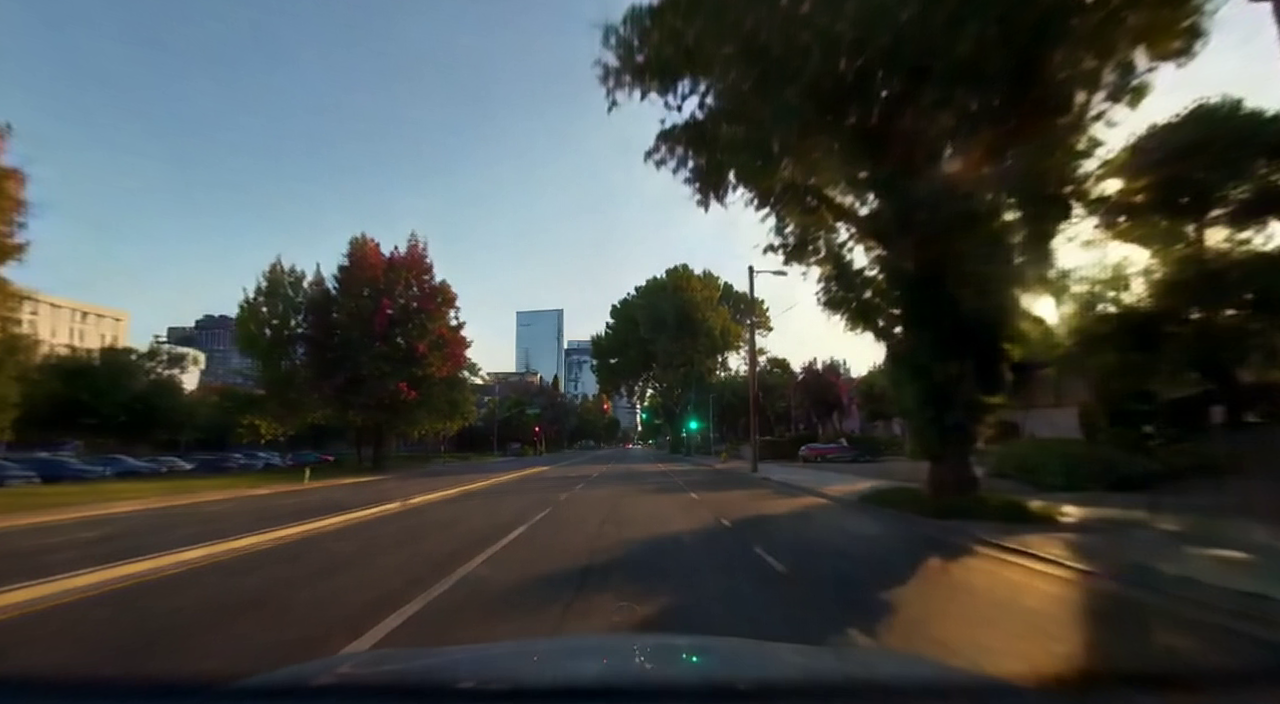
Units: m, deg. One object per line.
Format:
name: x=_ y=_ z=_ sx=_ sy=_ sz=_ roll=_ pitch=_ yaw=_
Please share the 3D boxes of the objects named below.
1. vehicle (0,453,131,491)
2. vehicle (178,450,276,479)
vehicle: x=-24.712 y=5.115 z=27.059 sx=4.166 sy=1.517 sz=1.887 roll=0 pitch=-8 yaw=3
vehicle: x=-24.612 y=6.692 z=37.809 sx=4.377 sy=1.668 sz=1.977 roll=1 pitch=-8 yaw=-6
